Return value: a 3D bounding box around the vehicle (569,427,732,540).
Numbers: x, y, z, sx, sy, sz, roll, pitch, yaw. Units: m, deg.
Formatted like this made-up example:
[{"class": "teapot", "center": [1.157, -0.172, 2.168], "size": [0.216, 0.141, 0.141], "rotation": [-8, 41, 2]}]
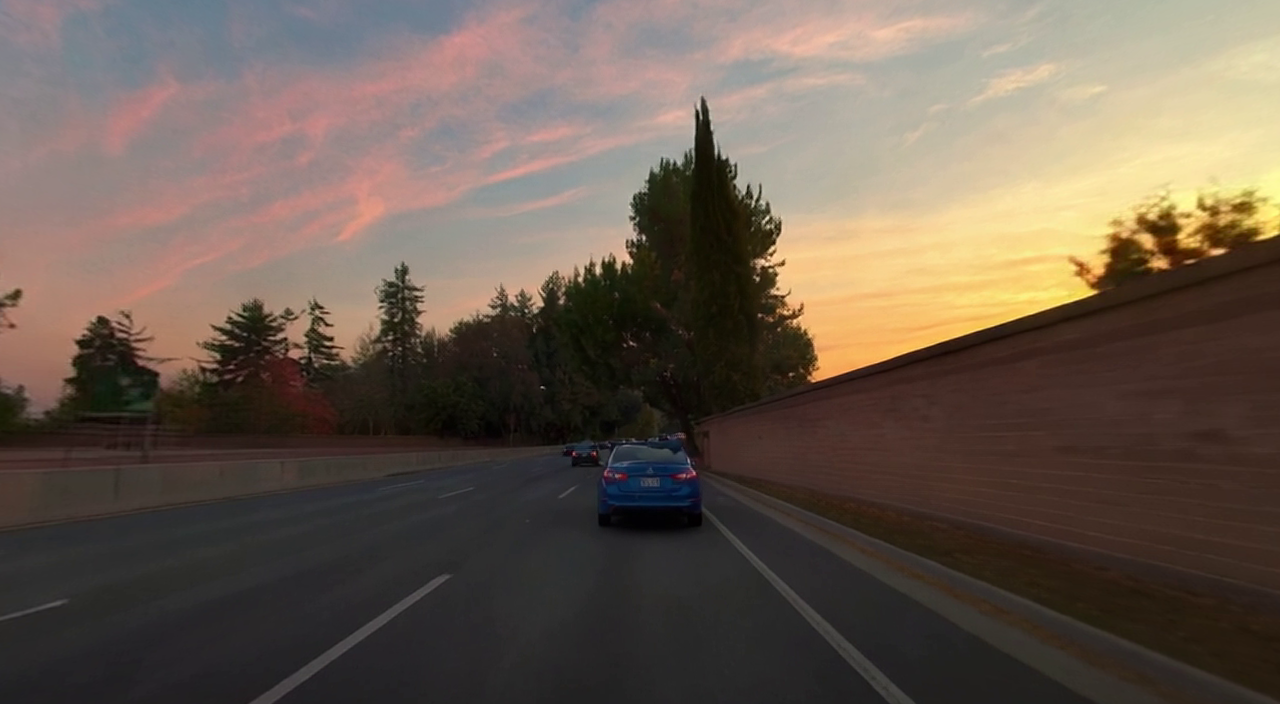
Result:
[{"class": "vehicle", "center": [0.093, 2.094, 10.754], "size": [2.205, 1.509, 4.272], "rotation": [0, -8, -1]}]
